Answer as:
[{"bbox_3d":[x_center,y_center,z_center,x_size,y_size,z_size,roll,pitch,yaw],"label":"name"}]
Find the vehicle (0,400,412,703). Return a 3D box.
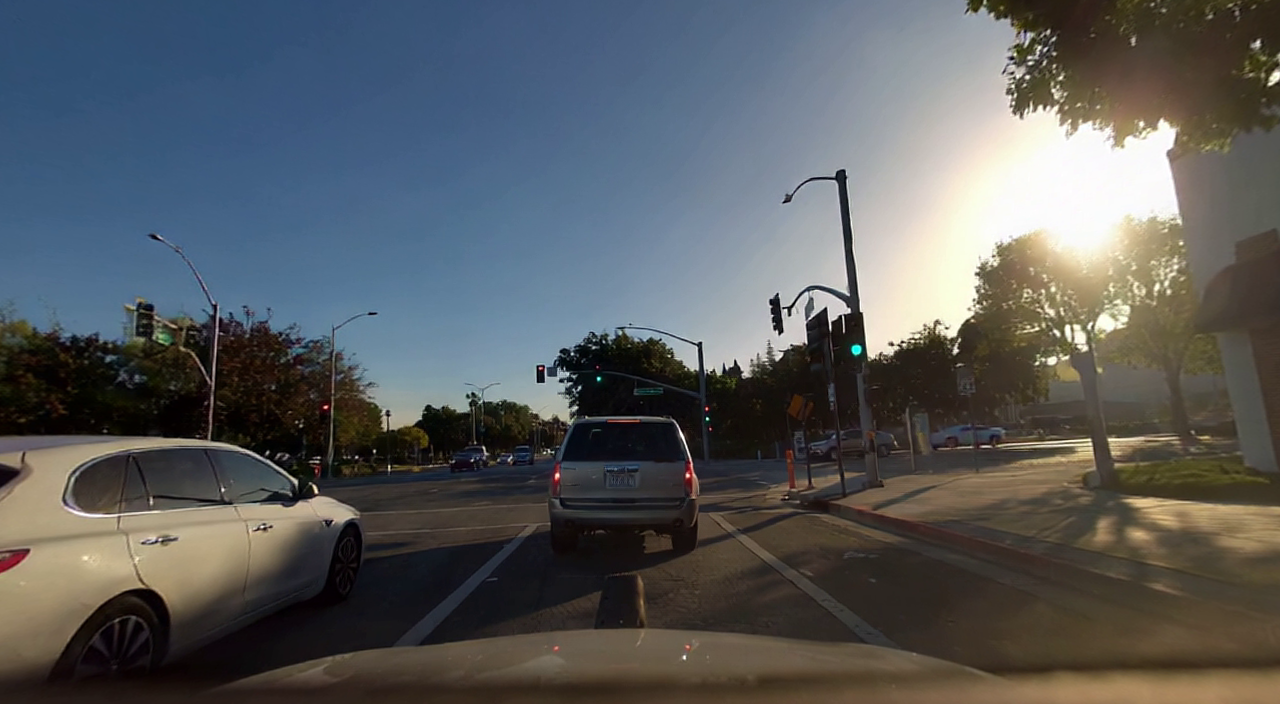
[{"bbox_3d":[-3.382,1.253,4.556,2.011,1.527,4.008,0,-8,-1],"label":"vehicle"}]

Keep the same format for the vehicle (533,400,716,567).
[{"bbox_3d":[-0.181,1.799,9.342,2.059,1.877,4.249,0,-8,0],"label":"vehicle"}]

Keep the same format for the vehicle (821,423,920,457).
[{"bbox_3d":[12.796,4.902,35.107,4.872,1.806,2.107,3,-9,-20],"label":"vehicle"}]

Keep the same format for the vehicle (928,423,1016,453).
[{"bbox_3d":[17.688,4.604,33.712,3.830,1.545,2.006,3,-9,-19],"label":"vehicle"}]
